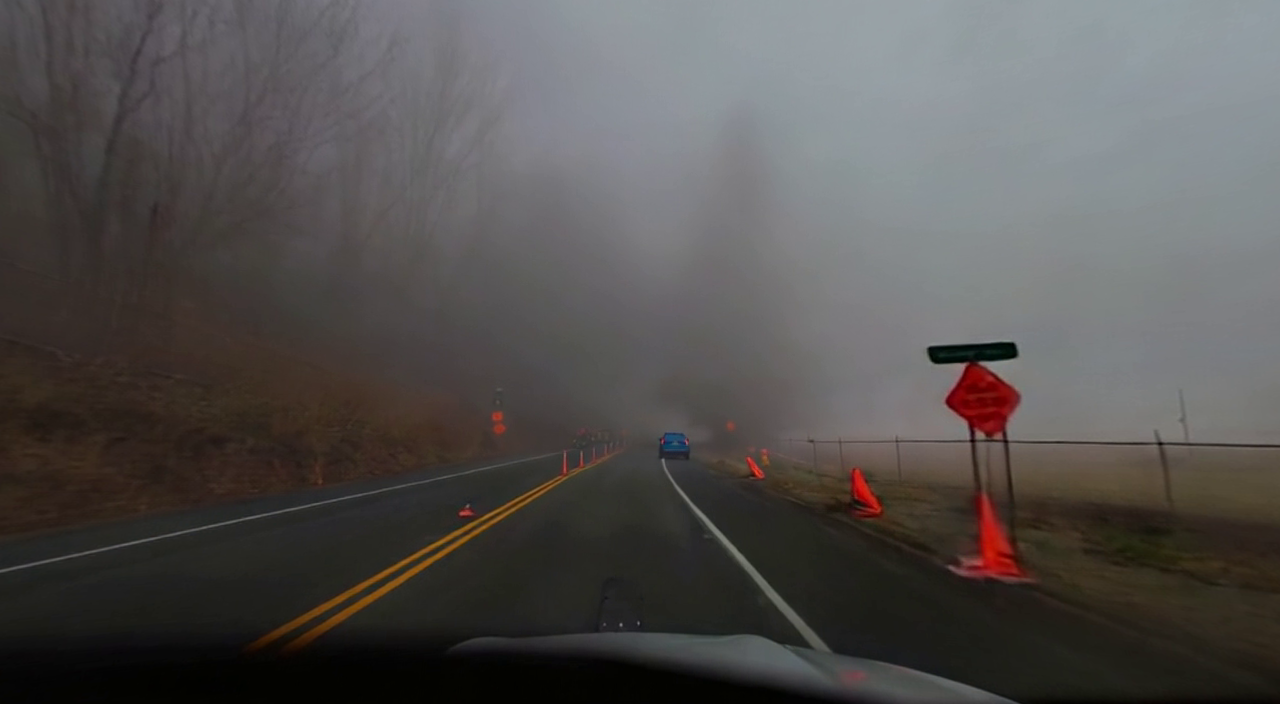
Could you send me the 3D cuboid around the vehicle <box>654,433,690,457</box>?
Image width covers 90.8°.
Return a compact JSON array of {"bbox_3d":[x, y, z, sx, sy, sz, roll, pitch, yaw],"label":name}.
[{"bbox_3d":[2.034,5.957,40.450,2.172,1.486,3.581,-1,-8,3],"label":"vehicle"}]
